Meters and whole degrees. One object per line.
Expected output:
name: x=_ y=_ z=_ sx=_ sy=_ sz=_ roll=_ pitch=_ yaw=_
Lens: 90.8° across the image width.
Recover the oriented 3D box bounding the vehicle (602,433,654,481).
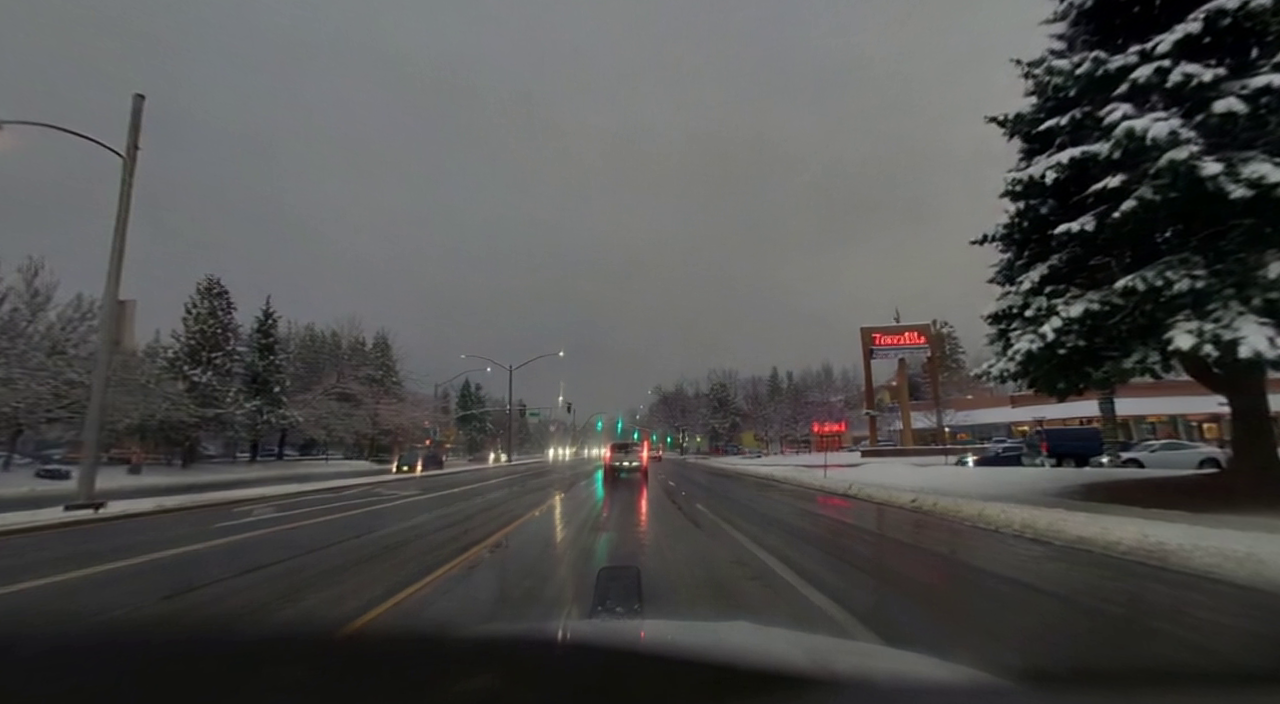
vehicle: x=-0.519 y=4.623 z=28.023 sx=2.096 sy=1.961 sz=4.259 roll=0 pitch=-8 yaw=-1

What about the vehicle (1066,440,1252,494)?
vehicle: x=16.462 y=3.645 z=20.227 sx=4.290 sy=1.617 sz=1.751 roll=0 pitch=-8 yaw=2

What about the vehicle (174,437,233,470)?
vehicle: x=-32.826 y=7.625 z=47.732 sx=2.818 sy=2.313 sz=5.508 roll=5 pitch=-10 yaw=-27

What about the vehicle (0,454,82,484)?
vehicle: x=-33.732 y=6.426 z=34.871 sx=4.154 sy=1.578 sz=1.771 roll=0 pitch=-8 yaw=1
